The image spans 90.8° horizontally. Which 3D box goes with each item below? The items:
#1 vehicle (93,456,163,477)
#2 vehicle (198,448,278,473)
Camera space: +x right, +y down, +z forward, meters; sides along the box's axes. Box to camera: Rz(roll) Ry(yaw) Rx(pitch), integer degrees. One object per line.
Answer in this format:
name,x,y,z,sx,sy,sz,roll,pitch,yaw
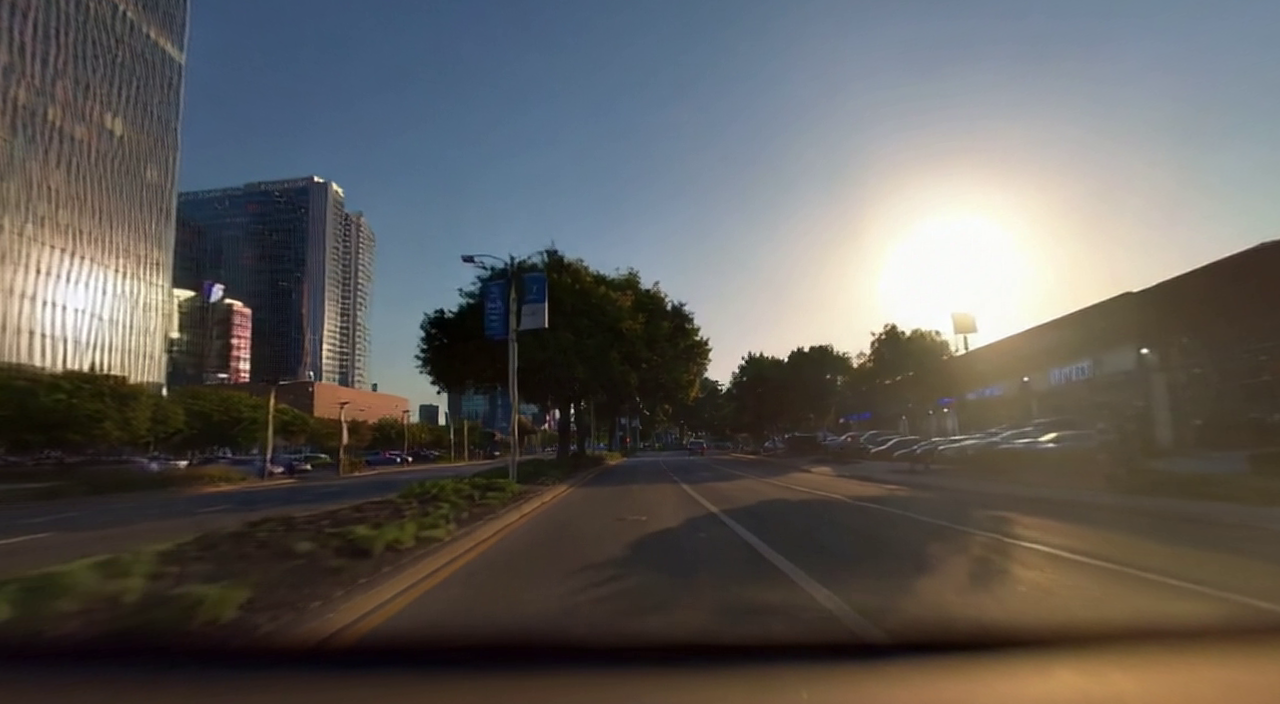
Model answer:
vehicle,-40.404,9.020,49.925,4.102,1.543,1.629,0,-9,2
vehicle,-29.327,7.958,46.162,4.470,1.480,1.989,-4,-10,0
